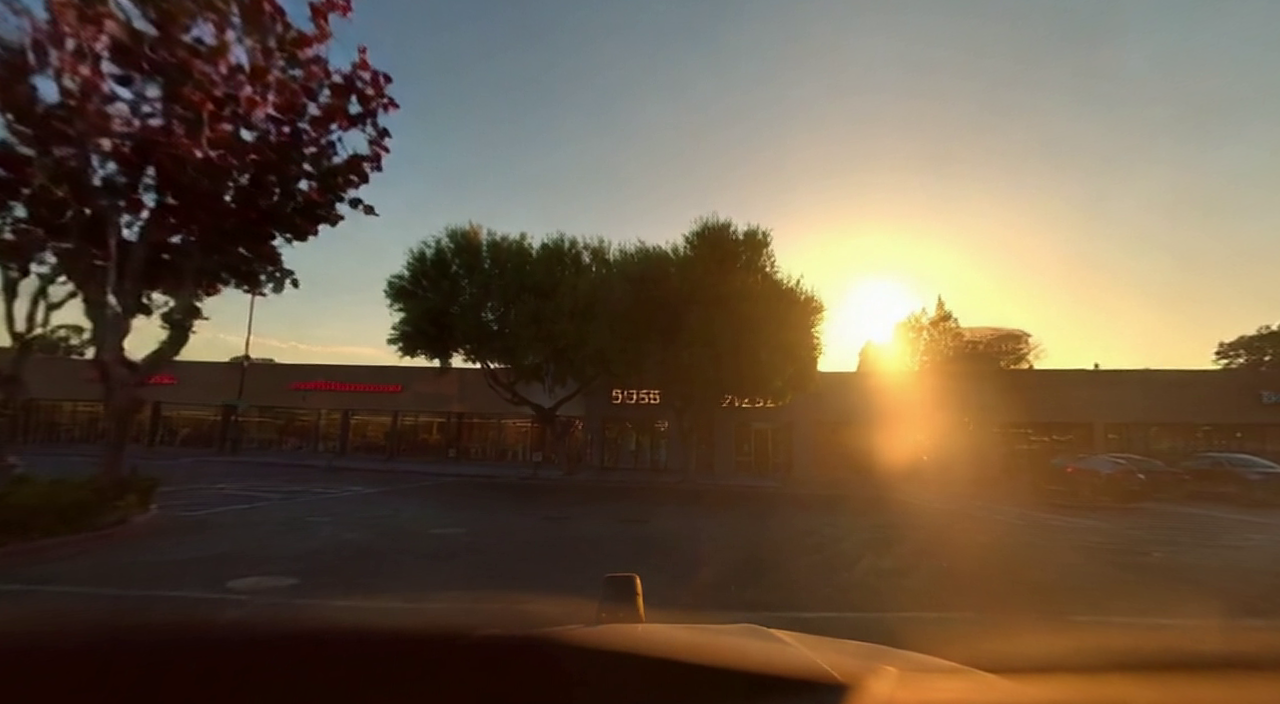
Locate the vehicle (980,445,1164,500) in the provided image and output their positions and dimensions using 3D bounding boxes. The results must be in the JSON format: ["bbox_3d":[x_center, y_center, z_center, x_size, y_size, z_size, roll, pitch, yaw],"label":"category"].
[{"bbox_3d":[13.285,3.698,19.941,2.140,1.507,4.856,1,-8,-4],"label":"vehicle"}]

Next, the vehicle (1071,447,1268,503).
[{"bbox_3d":[16.586,3.826,20.220,1.804,1.502,4.815,1,-8,-7],"label":"vehicle"}]

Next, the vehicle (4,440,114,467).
[{"bbox_3d":[-33.469,5.854,36.582,4.431,1.449,1.808,6,-10,-36],"label":"vehicle"}]
